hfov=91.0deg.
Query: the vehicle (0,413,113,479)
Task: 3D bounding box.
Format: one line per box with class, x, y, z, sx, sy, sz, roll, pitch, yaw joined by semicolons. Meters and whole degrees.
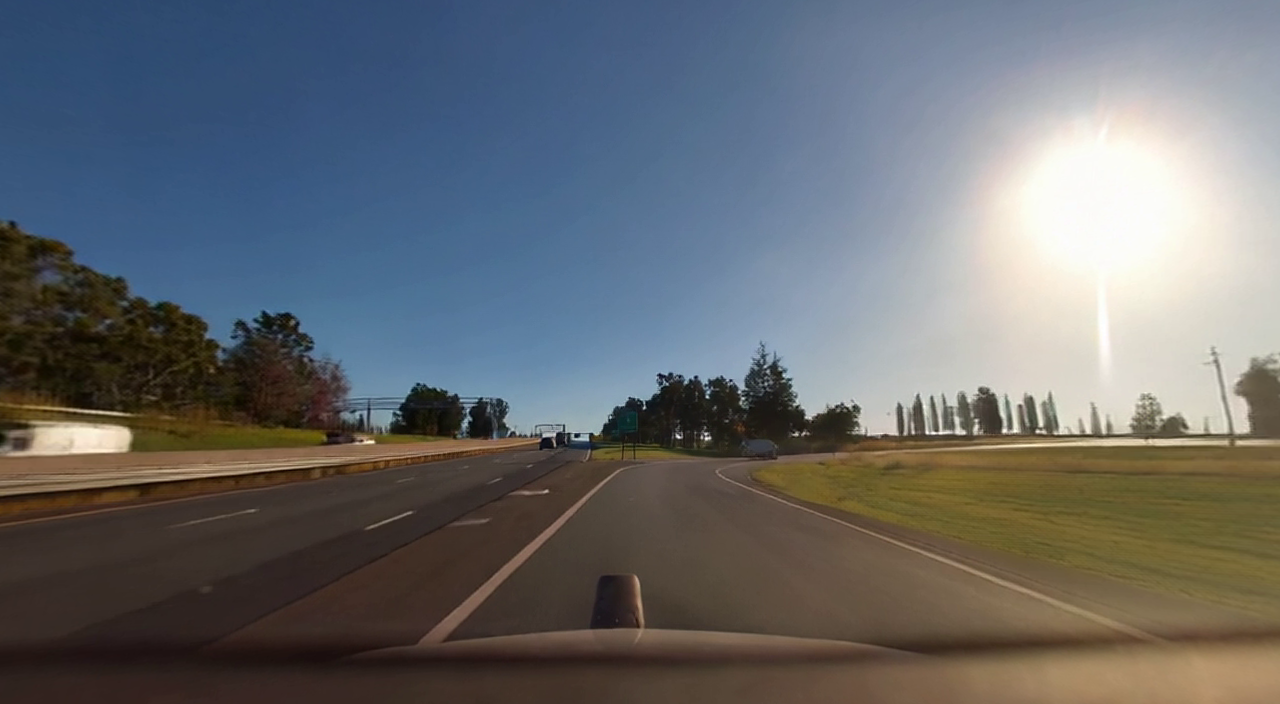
vehicle;-25.048;3.792;25.299;2.208;2.438;6.660;0;-8;-4
